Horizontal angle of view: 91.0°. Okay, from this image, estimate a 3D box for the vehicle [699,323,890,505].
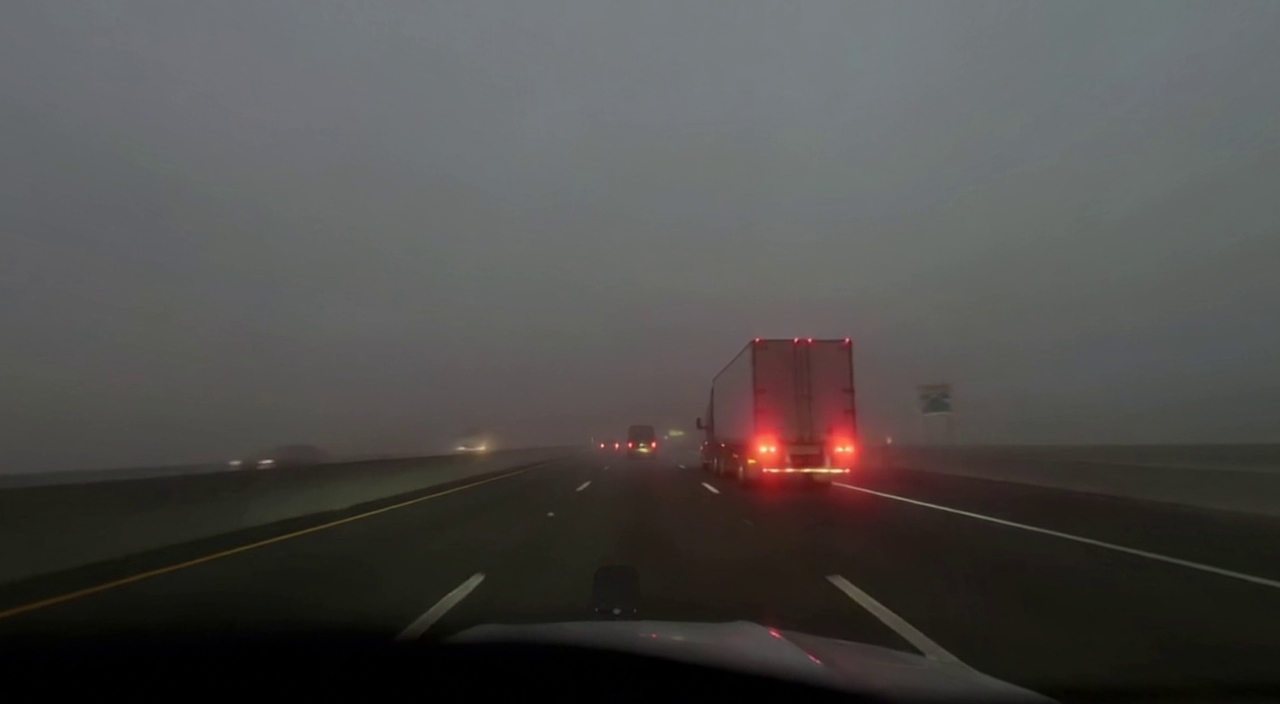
[{"bbox_3d":[3.862,2.122,19.243,2.997,3.983,10.860,1,-8,0],"label":"vehicle"}]

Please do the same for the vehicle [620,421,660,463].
[{"bbox_3d":[0.029,6.127,42.796,2.481,2.618,6.314,-1,-8,0],"label":"vehicle"}]
